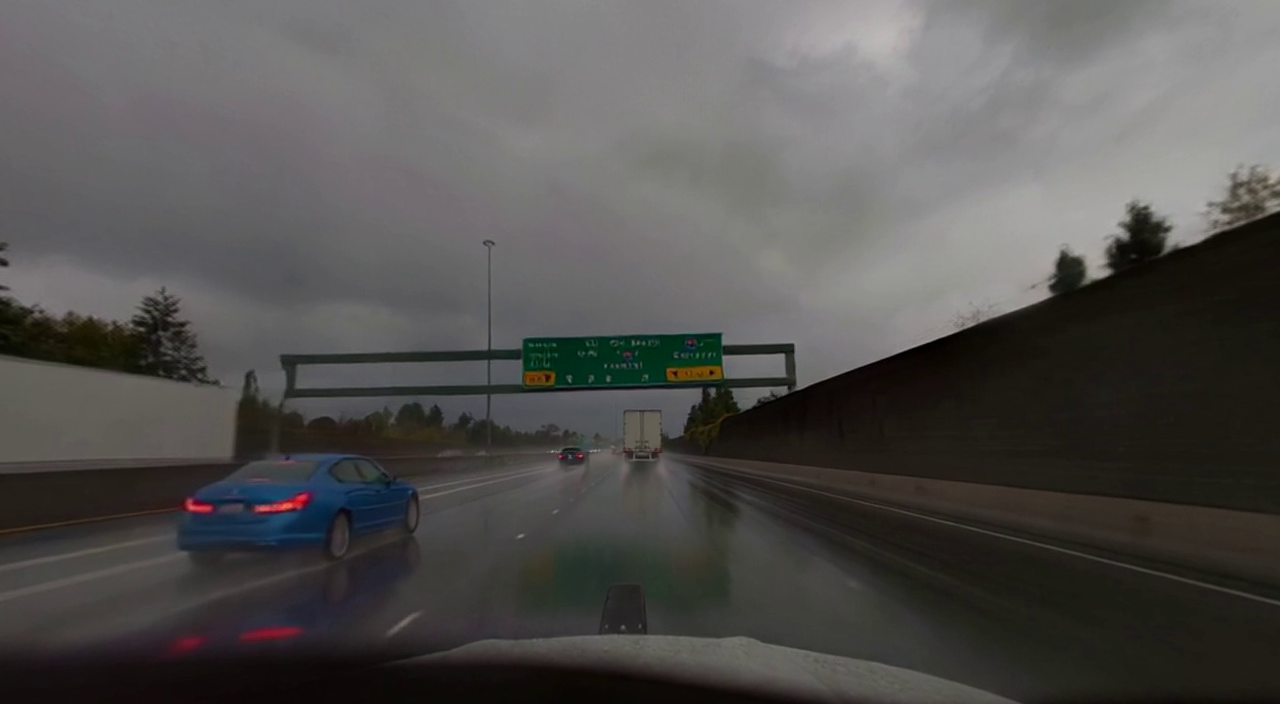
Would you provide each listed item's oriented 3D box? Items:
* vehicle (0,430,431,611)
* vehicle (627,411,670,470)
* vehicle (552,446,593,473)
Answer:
[{"bbox_3d":[-4.323,1.749,7.618,1.977,1.478,4.702,0,-9,0],"label":"vehicle"},{"bbox_3d":[0.596,6.811,48.169,2.980,4.051,10.359,0,-9,0],"label":"vehicle"},{"bbox_3d":[-4.023,6.502,38.277,1.974,1.531,4.429,0,-9,0],"label":"vehicle"}]
